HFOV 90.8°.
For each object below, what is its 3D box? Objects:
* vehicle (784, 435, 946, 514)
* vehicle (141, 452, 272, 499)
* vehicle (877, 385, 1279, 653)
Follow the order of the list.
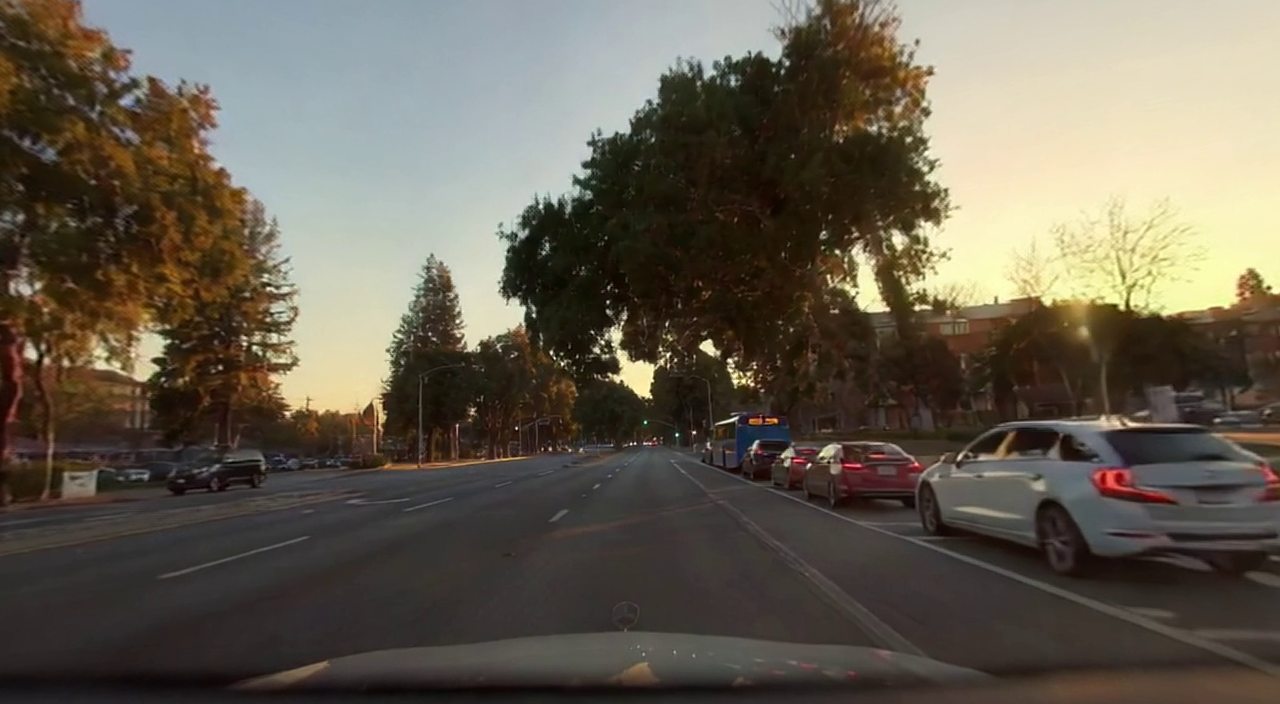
[{"bbox_3d":[4.726,2.626,14.098,1.973,1.465,4.440,0,-8,0],"label":"vehicle"},{"bbox_3d":[-19.083,5.422,28.174,2.166,1.804,4.897,-1,-8,3],"label":"vehicle"},{"bbox_3d":[4.656,1.438,6.752,2.051,1.663,5.441,0,-8,-1],"label":"vehicle"}]
